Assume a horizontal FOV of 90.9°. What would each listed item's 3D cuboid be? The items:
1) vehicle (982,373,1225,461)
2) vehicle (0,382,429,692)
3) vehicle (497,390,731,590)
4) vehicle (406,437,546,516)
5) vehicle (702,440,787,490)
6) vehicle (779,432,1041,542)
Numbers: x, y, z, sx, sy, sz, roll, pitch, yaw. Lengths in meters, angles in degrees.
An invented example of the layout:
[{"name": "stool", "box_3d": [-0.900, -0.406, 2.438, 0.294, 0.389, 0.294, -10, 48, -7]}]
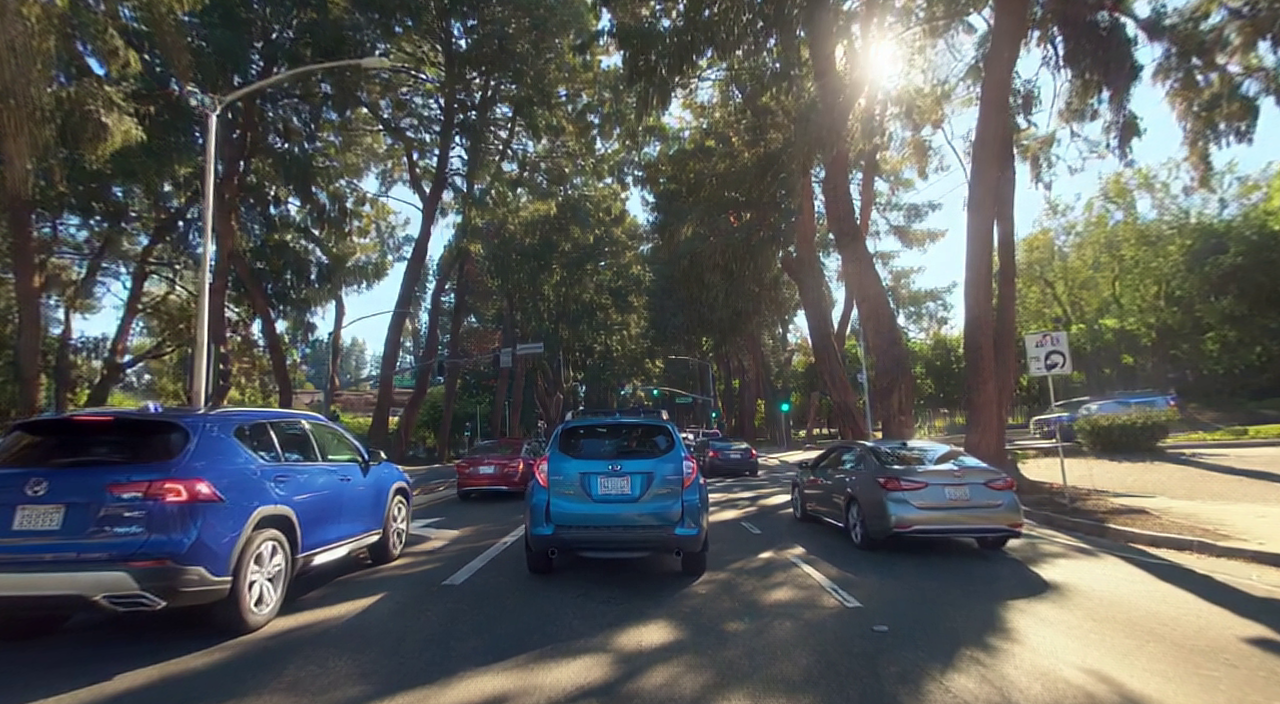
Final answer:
[{"name": "vehicle", "box_3d": [17.875, 2.565, 24.670, 7.314, 3.230, 2.680, 0, -8, -2]}, {"name": "vehicle", "box_3d": [-3.705, 1.338, 5.706, 2.039, 1.709, 4.265, 0, -8, 1]}, {"name": "vehicle", "box_3d": [-0.223, 1.594, 8.087, 2.132, 1.816, 4.471, 0, -8, 1]}, {"name": "vehicle", "box_3d": [-3.455, 2.688, 14.182, 1.897, 1.479, 4.204, 0, -8, 2]}, {"name": "vehicle", "box_3d": [3.287, 3.650, 20.734, 1.996, 1.443, 4.270, 0, -8, -1]}, {"name": "vehicle", "box_3d": [4.283, 2.195, 11.067, 2.036, 1.480, 4.659, 1, -9, -8]}]
